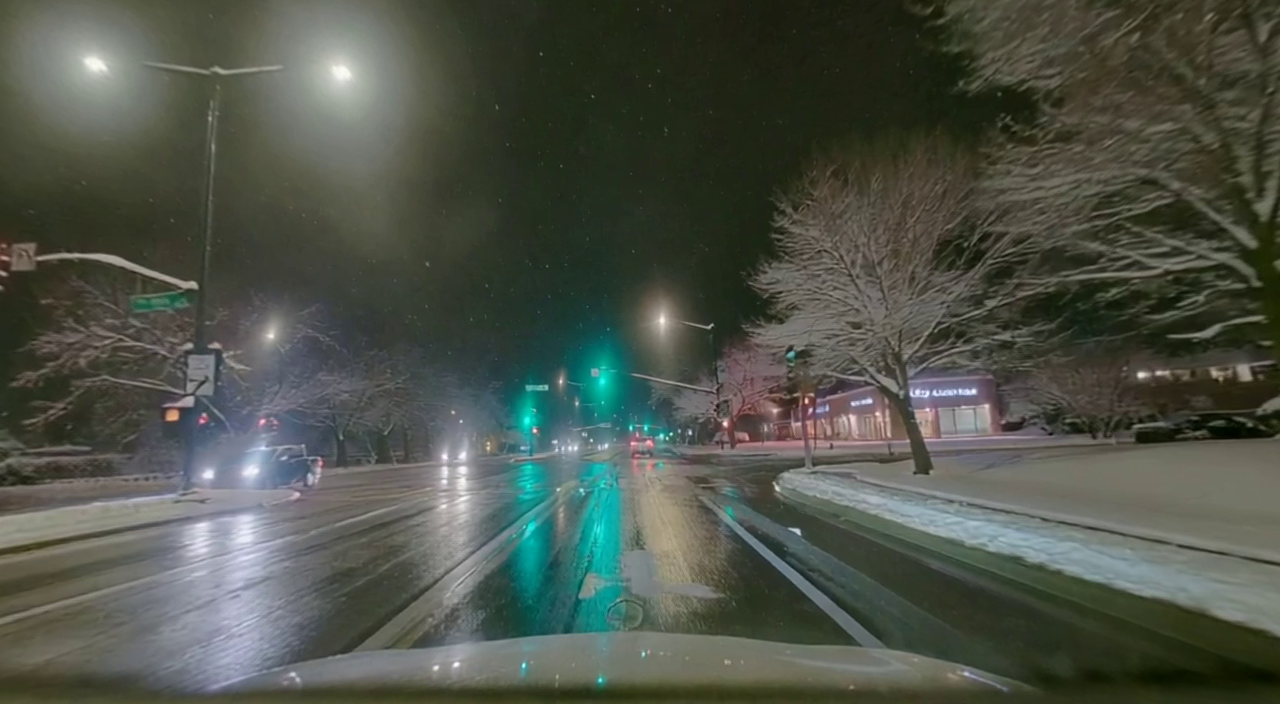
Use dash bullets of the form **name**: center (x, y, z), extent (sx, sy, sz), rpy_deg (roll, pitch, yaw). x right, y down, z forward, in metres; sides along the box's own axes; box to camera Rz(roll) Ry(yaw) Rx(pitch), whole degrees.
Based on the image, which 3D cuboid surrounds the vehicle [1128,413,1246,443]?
- **vehicle**: center (29.928, 4.193, 34.682), extent (4.492, 1.584, 1.901), rpy_deg (-1, -8, 5)

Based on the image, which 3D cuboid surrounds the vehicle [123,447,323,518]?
- **vehicle**: center (-10.472, 3.254, 16.384), extent (2.121, 1.543, 4.349), rpy_deg (0, -8, 1)

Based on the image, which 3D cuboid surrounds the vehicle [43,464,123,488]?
- **vehicle**: center (-42.481, 9.463, 48.333), extent (2.034, 1.559, 4.601), rpy_deg (-4, -10, -3)
